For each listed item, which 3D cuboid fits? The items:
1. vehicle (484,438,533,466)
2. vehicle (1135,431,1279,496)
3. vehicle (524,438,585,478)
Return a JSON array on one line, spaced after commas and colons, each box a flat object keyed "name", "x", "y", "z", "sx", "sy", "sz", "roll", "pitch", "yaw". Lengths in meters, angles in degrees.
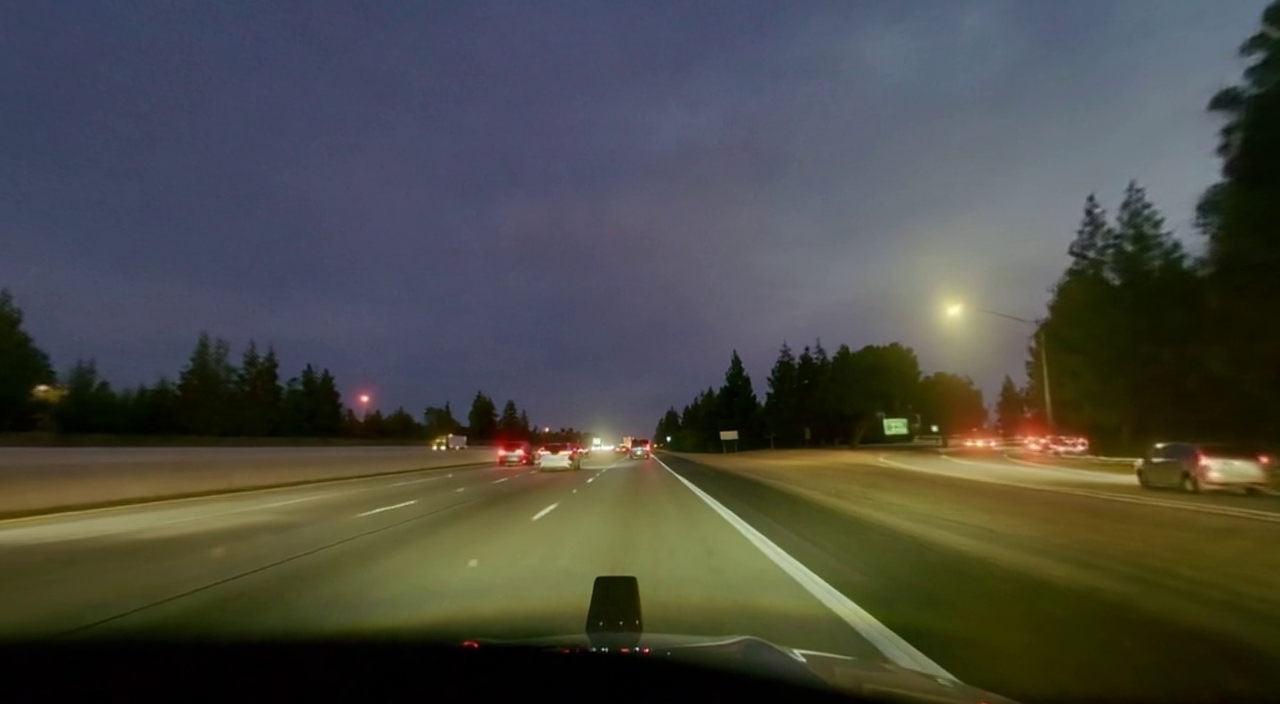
[{"name": "vehicle", "x": -10.253, "y": 7.880, "z": 49.777, "sx": 2.519, "sy": 2.029, "sz": 6.180, "roll": 0, "pitch": -9, "yaw": 0}, {"name": "vehicle", "x": 18.539, "y": 3.541, "z": 20.346, "sx": 2.200, "sy": 1.827, "sz": 4.822, "roll": -2, "pitch": -9, "yaw": 16}, {"name": "vehicle", "x": -3.784, "y": 4.766, "z": 28.550, "sx": 2.094, "sy": 1.695, "sz": 4.260, "roll": 0, "pitch": -9, "yaw": 1}]
